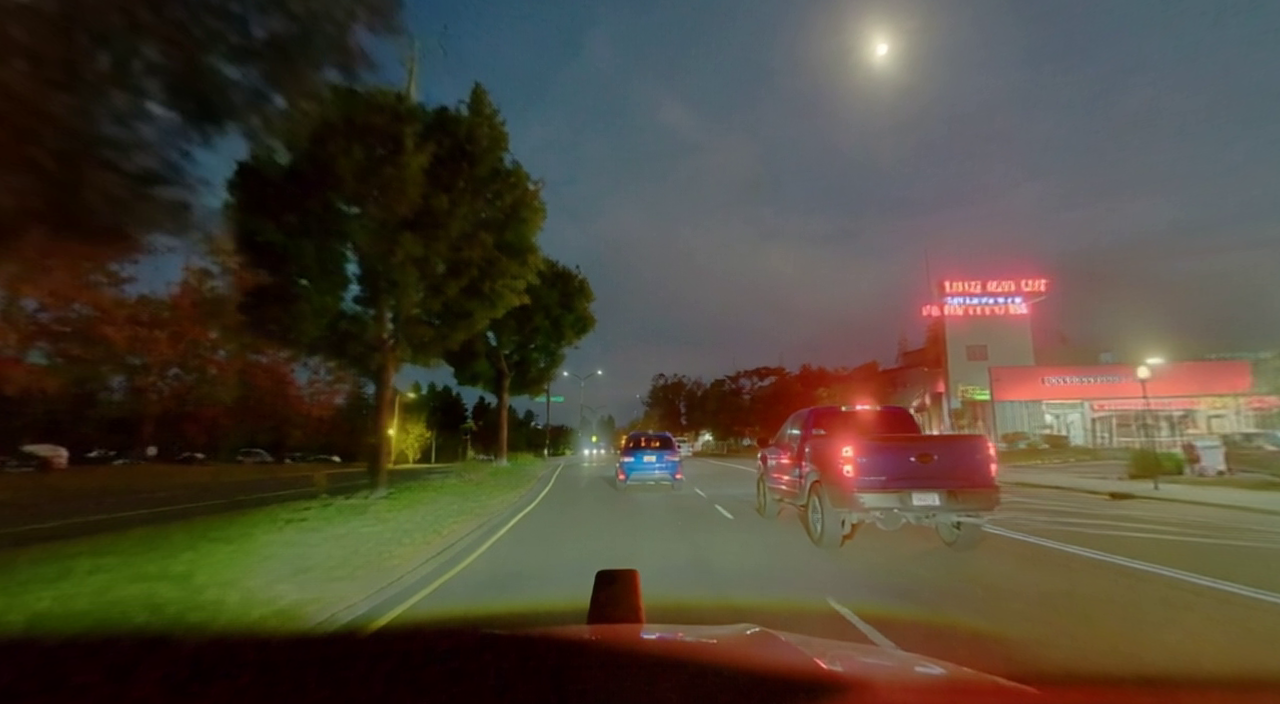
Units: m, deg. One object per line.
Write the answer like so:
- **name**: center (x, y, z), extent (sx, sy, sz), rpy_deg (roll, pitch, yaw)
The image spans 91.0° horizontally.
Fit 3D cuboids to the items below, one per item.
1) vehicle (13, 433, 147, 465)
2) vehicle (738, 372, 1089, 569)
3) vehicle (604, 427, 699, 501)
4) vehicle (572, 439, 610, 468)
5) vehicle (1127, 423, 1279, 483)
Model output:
- **vehicle**: center (-32.877, 5.707, 37.097), extent (5.603, 1.772, 2.150), rpy_deg (1, -9, -3)
- **vehicle**: center (3.385, 1.708, 9.813), extent (2.731, 2.101, 6.047), rpy_deg (0, -9, 0)
- **vehicle**: center (0.247, 2.828, 16.300), extent (2.145, 1.650, 4.021), rpy_deg (0, -8, 0)
- **vehicle**: center (-2.749, 5.564, 34.756), extent (1.960, 1.475, 4.161), rpy_deg (1, -9, -6)
- **vehicle**: center (18.562, 3.253, 20.452), extent (1.909, 1.717, 4.451), rpy_deg (0, -9, 1)
